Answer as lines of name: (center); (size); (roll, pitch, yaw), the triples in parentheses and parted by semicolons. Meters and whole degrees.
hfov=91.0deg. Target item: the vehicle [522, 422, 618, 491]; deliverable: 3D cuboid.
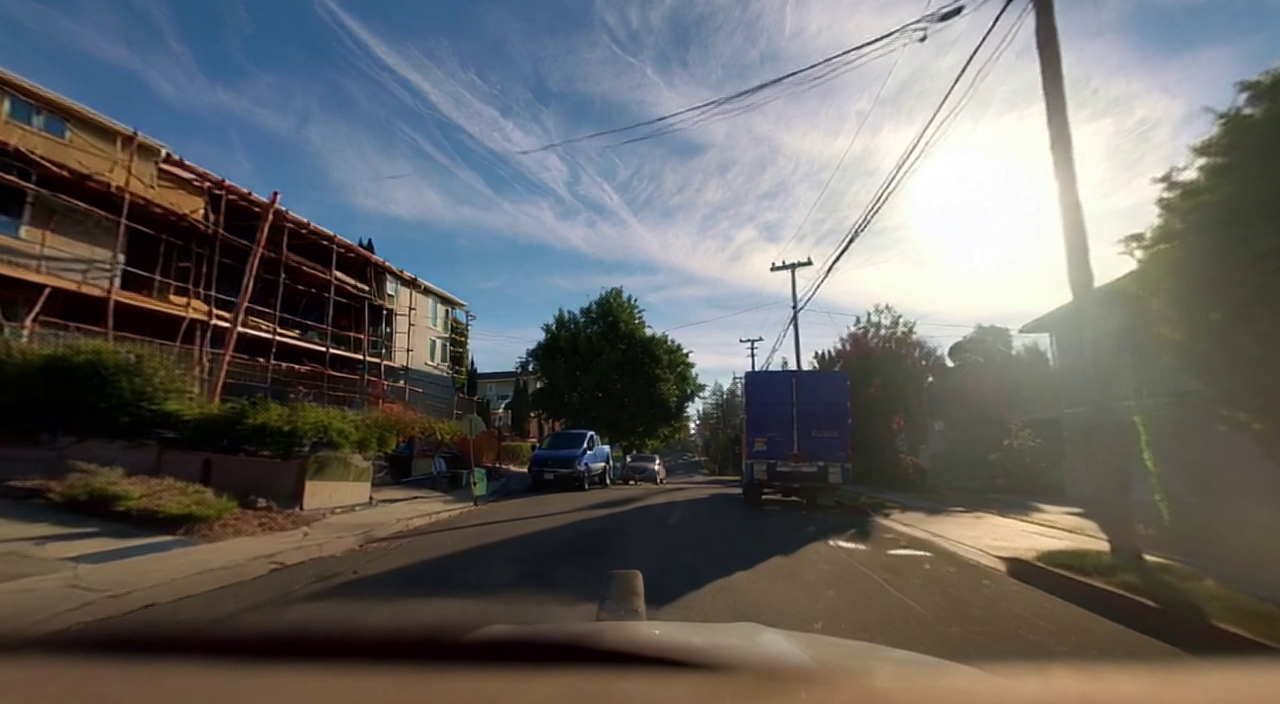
vehicle: (-2.254, 3.497, 21.807); (2.171, 1.910, 4.789); (-2, -5, 8)

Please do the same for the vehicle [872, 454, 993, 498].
vehicle: (14.968, 6.345, 32.524); (5.321, 1.857, 1.976); (-1, -3, 14)

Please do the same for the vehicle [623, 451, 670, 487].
vehicle: (0.470, 7.047, 38.280); (2.257, 1.916, 5.089); (-1, -9, 7)

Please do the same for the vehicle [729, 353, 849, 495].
vehicle: (4.704, 2.816, 21.976); (2.915, 3.793, 9.963); (0, -11, 7)
